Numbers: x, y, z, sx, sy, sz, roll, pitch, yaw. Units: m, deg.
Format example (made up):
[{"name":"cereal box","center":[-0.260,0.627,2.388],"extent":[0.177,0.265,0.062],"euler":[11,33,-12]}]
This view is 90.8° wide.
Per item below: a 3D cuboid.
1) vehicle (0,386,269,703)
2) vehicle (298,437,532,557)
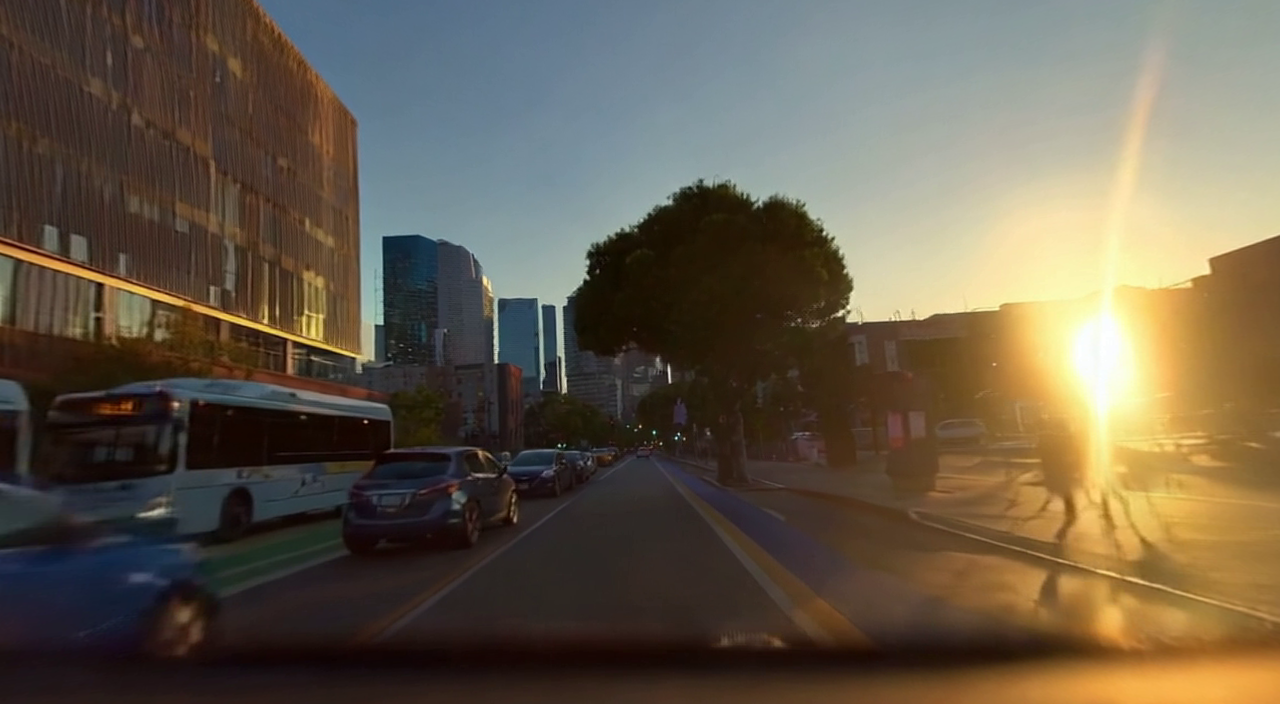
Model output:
[{"name":"vehicle","center":[-3.842,1.033,2.534],"extent":[1.982,1.710,4.454],"euler":[-4,-9,1]},{"name":"vehicle","center":[-3.522,2.366,11.169],"extent":[2.266,1.621,4.783],"euler":[-1,-8,2]}]
